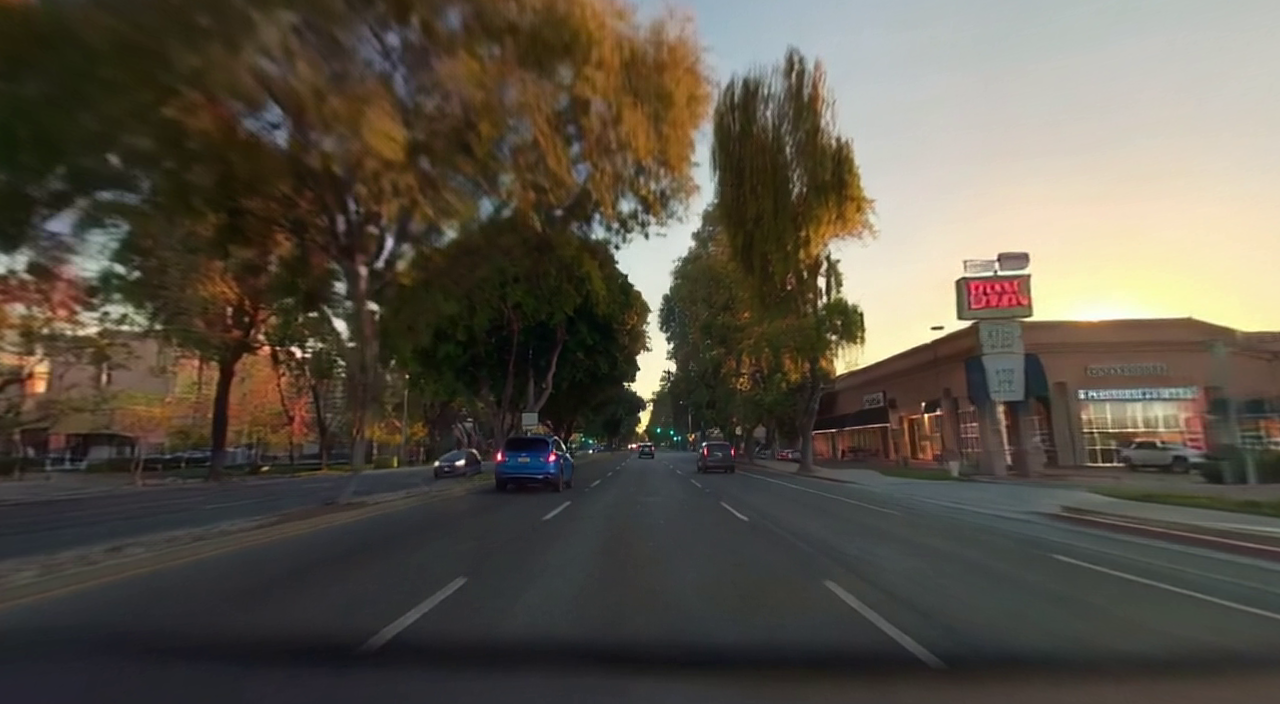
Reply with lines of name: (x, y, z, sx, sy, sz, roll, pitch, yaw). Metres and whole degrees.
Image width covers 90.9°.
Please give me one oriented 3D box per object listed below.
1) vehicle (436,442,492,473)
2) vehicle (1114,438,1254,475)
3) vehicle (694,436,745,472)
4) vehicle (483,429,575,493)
vehicle: (-10.602, 6.347, 38.283, 2.098, 1.749, 4.584, 0, -8, -1)
vehicle: (30.151, 5.804, 35.243, 2.274, 1.901, 5.570, 2, -9, -11)
vehicle: (4.145, 5.396, 33.464, 2.083, 1.779, 4.347, 0, -9, -1)
vehicle: (-3.387, 3.429, 20.173, 2.047, 1.810, 4.414, 0, -9, 1)
